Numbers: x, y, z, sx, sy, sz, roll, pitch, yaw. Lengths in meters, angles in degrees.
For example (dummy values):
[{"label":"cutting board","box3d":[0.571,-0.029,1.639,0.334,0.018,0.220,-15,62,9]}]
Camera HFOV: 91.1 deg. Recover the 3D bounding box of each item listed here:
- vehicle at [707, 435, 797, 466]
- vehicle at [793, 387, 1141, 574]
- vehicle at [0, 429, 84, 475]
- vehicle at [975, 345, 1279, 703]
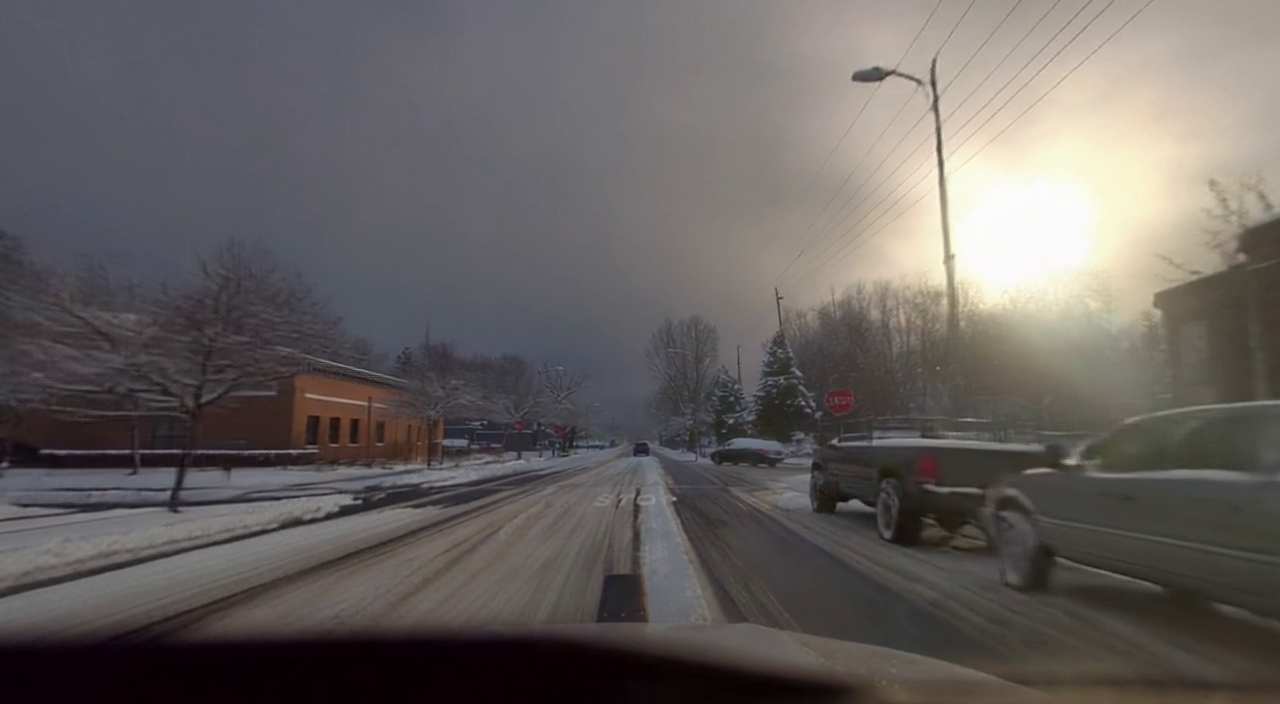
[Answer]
[{"label":"vehicle","box3d":[6.580,5.769,36.815,4.791,1.733,2.139,-4,-9,24]},{"label":"vehicle","box3d":[4.213,1.802,9.679,2.226,1.986,5.786,0,-8,0]},{"label":"vehicle","box3d":[-26.759,4.206,26.346,2.112,1.834,5.051,-3,-7,2]},{"label":"vehicle","box3d":[4.215,0.973,3.640,2.041,1.838,4.524,0,-9,0]}]
